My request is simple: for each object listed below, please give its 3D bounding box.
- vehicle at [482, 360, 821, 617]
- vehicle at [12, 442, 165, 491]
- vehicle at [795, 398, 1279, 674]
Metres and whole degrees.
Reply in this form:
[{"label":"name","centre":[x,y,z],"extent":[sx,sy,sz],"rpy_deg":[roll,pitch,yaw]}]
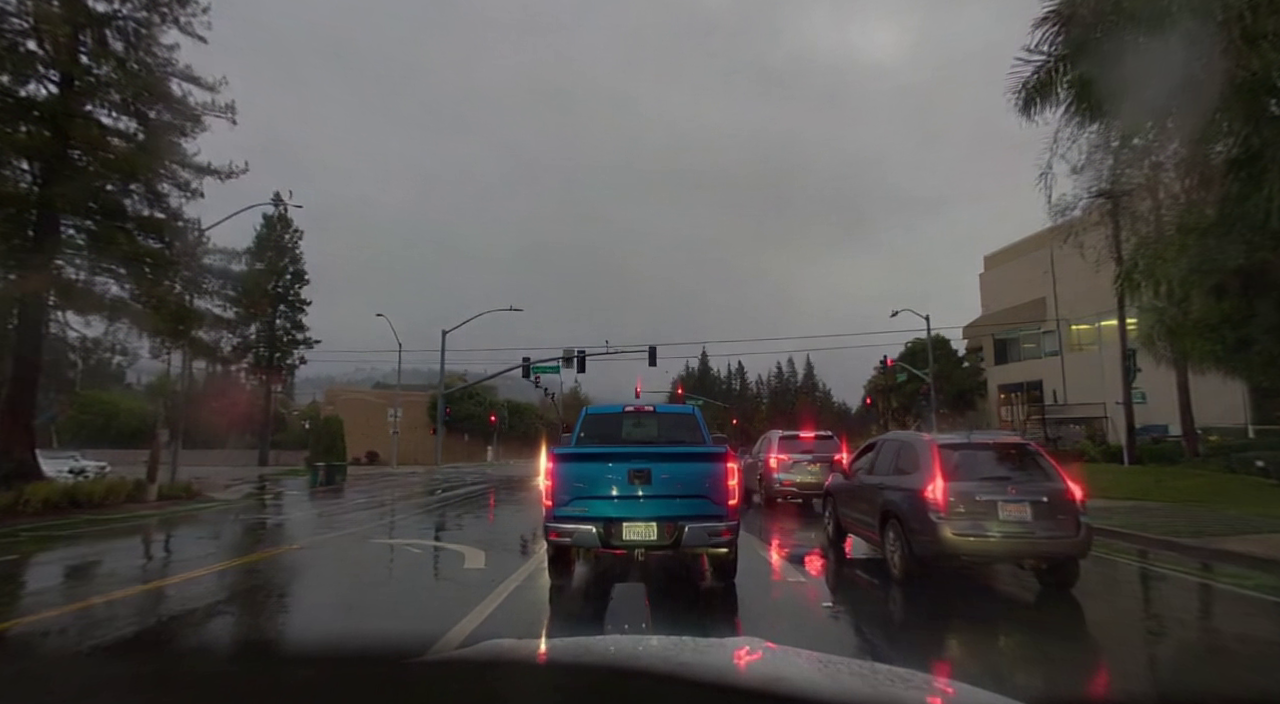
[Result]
[{"label":"vehicle","centre":[0.110,1.461,7.727],"extent":[2.636,2.011,5.425],"rpy_deg":[0,-8,0]},{"label":"vehicle","centre":[-21.759,4.490,25.172],"extent":[2.062,1.764,4.508],"rpy_deg":[0,-8,-2]},{"label":"vehicle","centre":[3.329,1.504,6.485],"extent":[2.155,1.667,5.162],"rpy_deg":[0,-8,0]}]
